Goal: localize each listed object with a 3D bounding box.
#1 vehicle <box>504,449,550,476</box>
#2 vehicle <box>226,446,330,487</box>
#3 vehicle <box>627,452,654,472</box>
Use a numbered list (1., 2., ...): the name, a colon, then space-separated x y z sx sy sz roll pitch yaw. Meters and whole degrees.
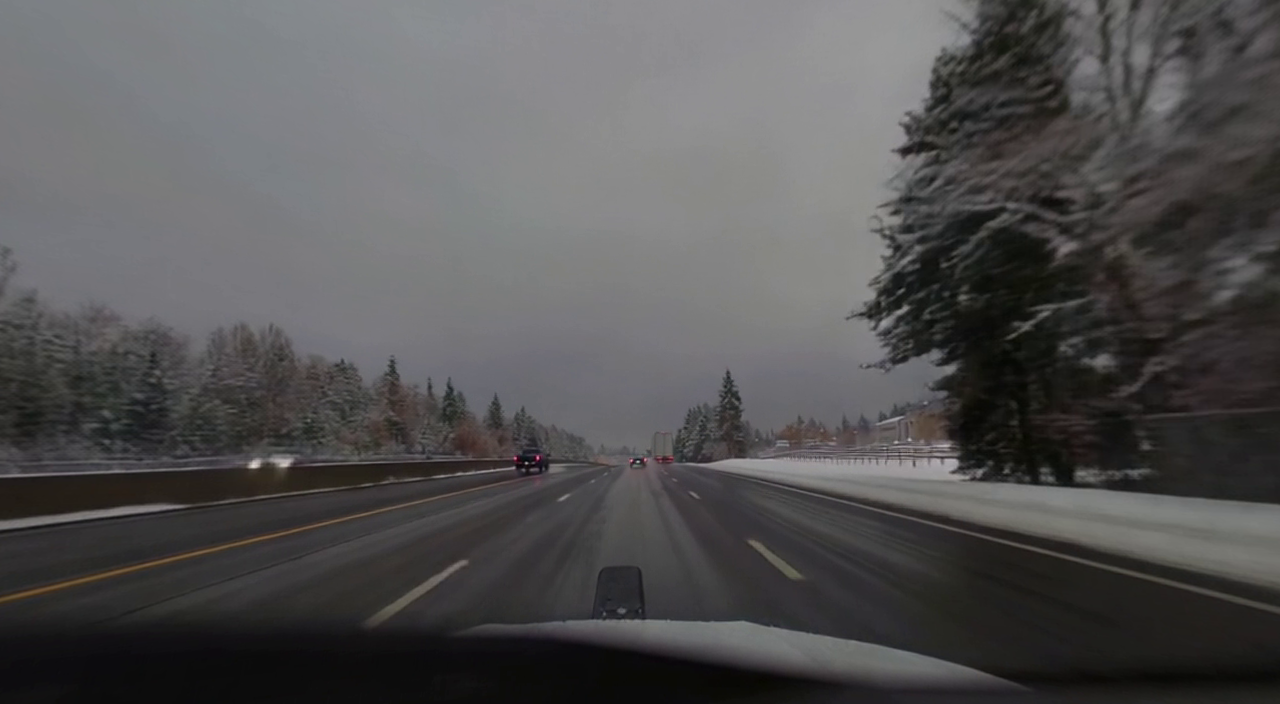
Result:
1. vehicle: -7.398 7.272 41.707 2.123 1.671 4.579 0 -9 0
2. vehicle: -16.840 5.313 29.675 2.096 1.745 4.728 0 -9 0
3. vehicle: -0.005 8.631 49.495 2.033 1.465 3.775 0 -9 -1
